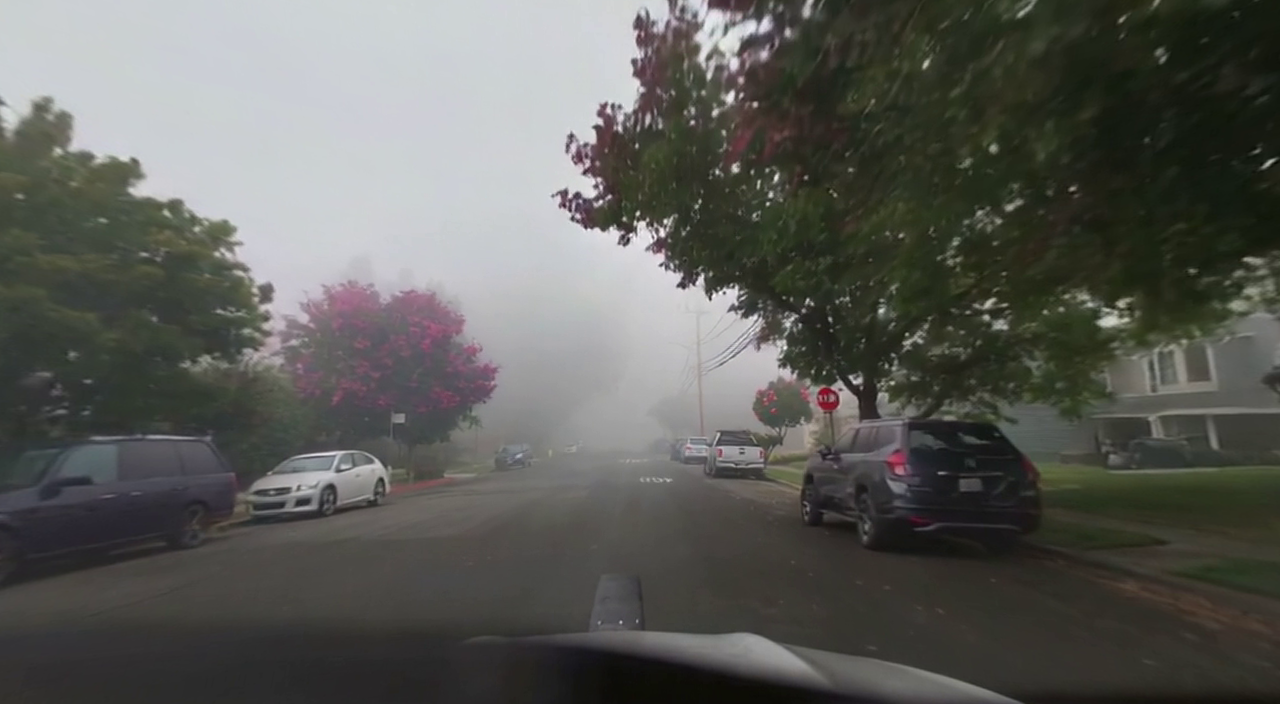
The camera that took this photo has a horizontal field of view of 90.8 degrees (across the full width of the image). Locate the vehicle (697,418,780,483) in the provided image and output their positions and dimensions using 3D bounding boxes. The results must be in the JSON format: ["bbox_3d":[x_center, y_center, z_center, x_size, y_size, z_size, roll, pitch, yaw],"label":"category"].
[{"bbox_3d":[3.412,3.580,23.190,2.111,2.054,5.748,0,-8,0],"label":"vehicle"}]

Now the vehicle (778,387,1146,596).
[{"bbox_3d":[3.195,1.481,7.545,2.069,1.750,4.294,0,-8,-1],"label":"vehicle"}]

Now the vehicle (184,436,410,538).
[{"bbox_3d":[-6.758,2.729,13.165,2.086,1.516,4.568,-6,-10,1],"label":"vehicle"}]

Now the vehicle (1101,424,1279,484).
[{"bbox_3d":[16.018,2.863,17.870,4.369,1.469,1.924,-2,-9,0],"label":"vehicle"}]

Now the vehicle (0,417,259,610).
[{"bbox_3d":[-7.124,1.787,7.722,2.058,1.814,4.624,0,-8,-1],"label":"vehicle"}]

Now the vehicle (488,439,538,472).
[{"bbox_3d":[-7.419,6.177,37.347,1.980,1.664,4.342,-5,-11,0],"label":"vehicle"}]
